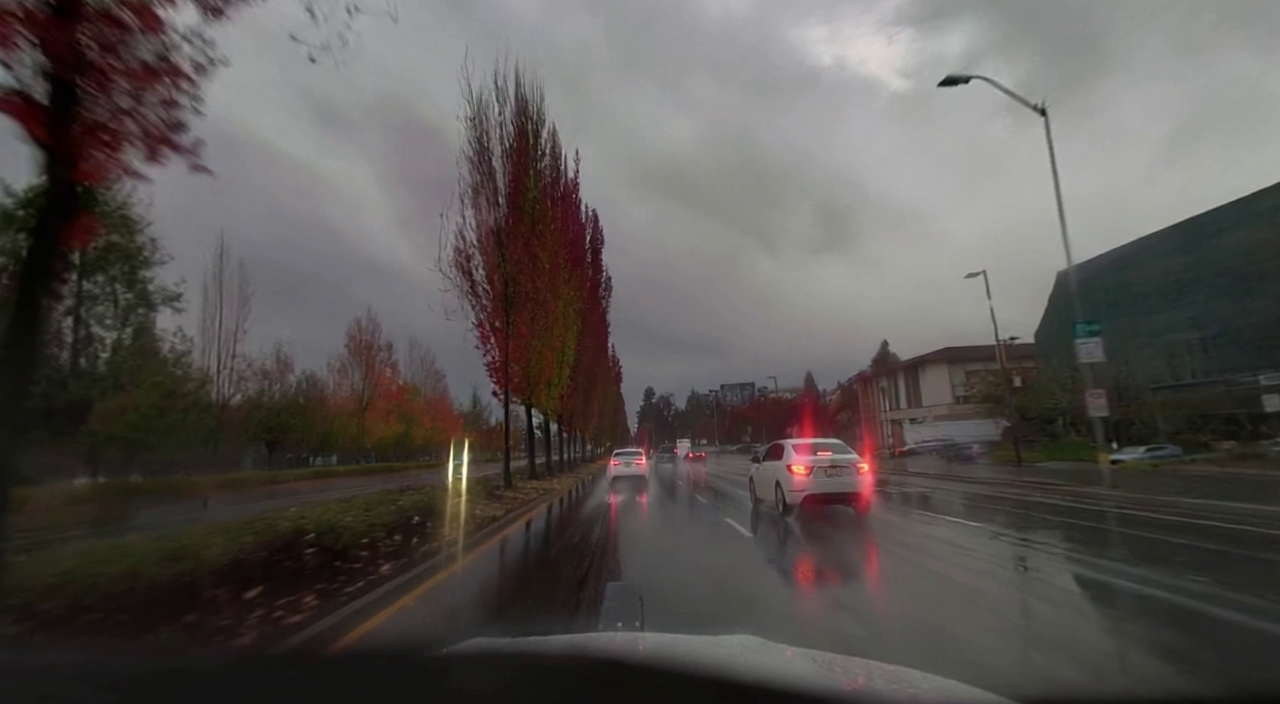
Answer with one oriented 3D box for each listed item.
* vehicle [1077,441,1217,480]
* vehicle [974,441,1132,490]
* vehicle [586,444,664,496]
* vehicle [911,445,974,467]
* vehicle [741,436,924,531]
[{"bbox_3d":[20.861,4.460,26.318,1.974,1.478,4.630,0,-8,0],"label":"vehicle"},{"bbox_3d":[14.404,3.959,22.545,2.049,1.521,5.277,0,-8,-1],"label":"vehicle"},{"bbox_3d":[-0.470,3.782,20.723,2.289,1.471,4.477,0,-8,-1],"label":"vehicle"},{"bbox_3d":[20.637,7.106,43.348,1.890,1.445,4.805,0,-8,-1],"label":"vehicle"},{"bbox_3d":[3.405,2.418,12.230,2.094,1.480,4.323,0,-9,-1],"label":"vehicle"}]
